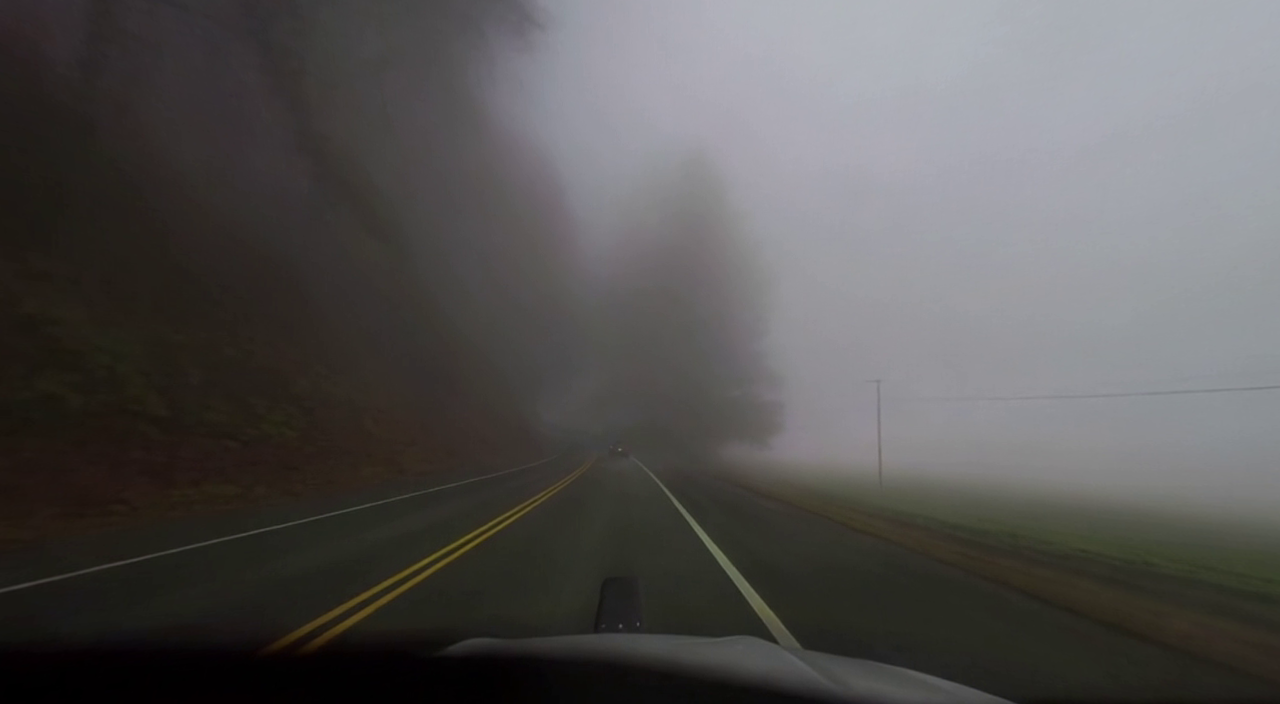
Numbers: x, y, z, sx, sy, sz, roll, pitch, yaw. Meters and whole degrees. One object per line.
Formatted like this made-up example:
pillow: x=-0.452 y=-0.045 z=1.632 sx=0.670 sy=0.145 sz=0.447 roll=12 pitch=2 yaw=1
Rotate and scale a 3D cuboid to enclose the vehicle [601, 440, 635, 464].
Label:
vehicle: x=-1.396 y=6.370 z=40.378 sx=2.042 sy=1.489 sz=3.963 roll=0 pitch=-8 yaw=-2
